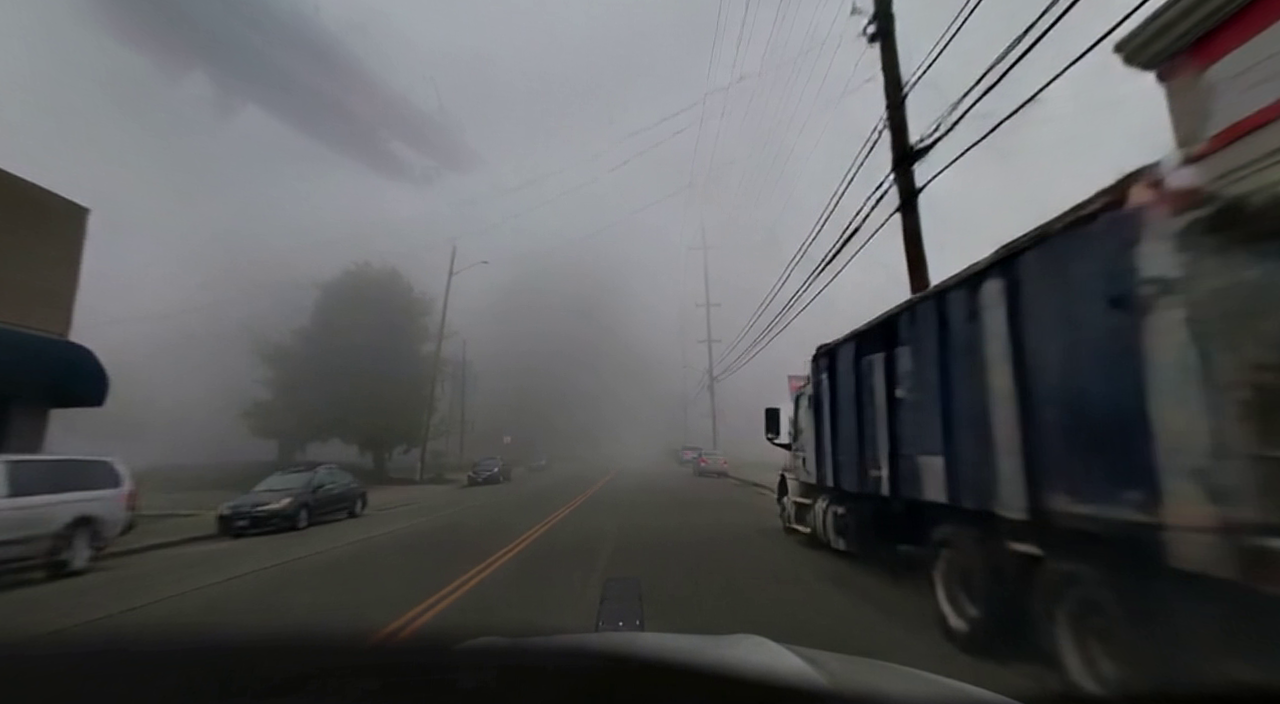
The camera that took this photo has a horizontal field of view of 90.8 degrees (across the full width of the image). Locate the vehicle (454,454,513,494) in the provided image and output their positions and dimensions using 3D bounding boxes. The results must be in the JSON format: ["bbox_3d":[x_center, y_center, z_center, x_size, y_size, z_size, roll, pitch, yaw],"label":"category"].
[{"bbox_3d":[-7.538,5.876,30.786,1.787,1.543,4.052,-3,-8,1],"label":"vehicle"}]

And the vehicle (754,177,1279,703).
[{"bbox_3d":[3.935,1.029,7.800,3.011,3.127,8.608,-3,-7,-2],"label":"vehicle"}]

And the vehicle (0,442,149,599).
[{"bbox_3d":[-7.750,1.817,6.611,1.882,1.639,4.187,-3,-9,0],"label":"vehicle"}]

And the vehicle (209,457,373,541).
[{"bbox_3d":[-7.776,3.256,14.538,1.678,1.468,3.706,-4,-9,0],"label":"vehicle"}]

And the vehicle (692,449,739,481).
[{"bbox_3d":[3.948,6.006,33.834,1.990,1.521,4.693,0,-8,0],"label":"vehicle"}]

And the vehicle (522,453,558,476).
[{"bbox_3d":[-7.388,8.304,46.833,1.872,1.455,4.350,-4,-8,0],"label":"vehicle"}]
